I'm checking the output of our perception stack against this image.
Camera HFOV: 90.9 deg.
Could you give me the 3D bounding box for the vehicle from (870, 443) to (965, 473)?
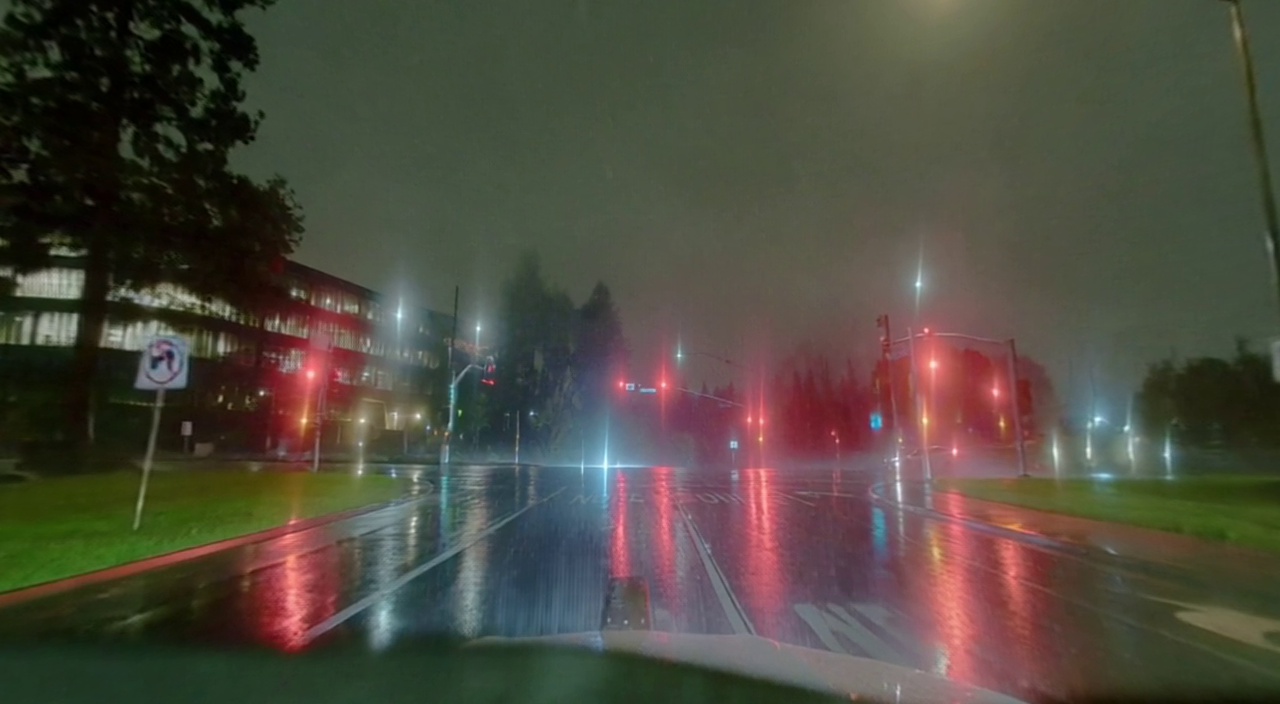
[{"bbox_3d":[16.454,6.288,37.541,4.715,1.671,2.030,0,-8,0],"label":"vehicle"}]
